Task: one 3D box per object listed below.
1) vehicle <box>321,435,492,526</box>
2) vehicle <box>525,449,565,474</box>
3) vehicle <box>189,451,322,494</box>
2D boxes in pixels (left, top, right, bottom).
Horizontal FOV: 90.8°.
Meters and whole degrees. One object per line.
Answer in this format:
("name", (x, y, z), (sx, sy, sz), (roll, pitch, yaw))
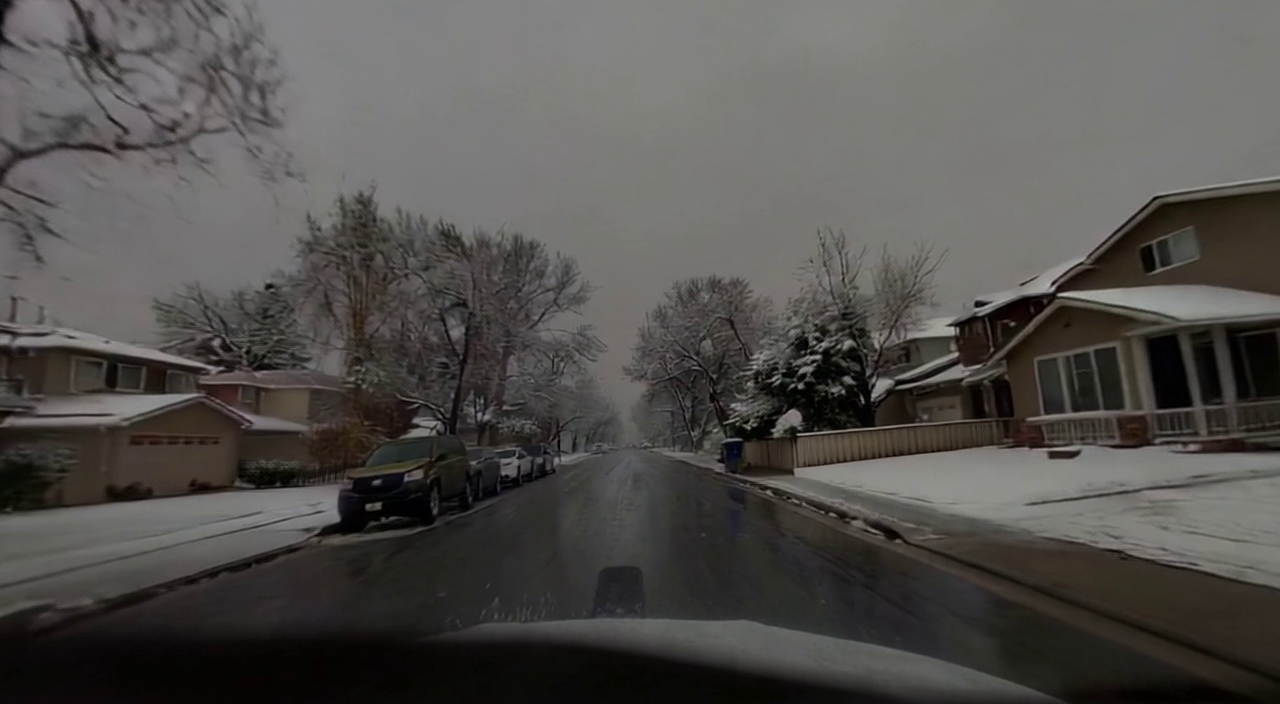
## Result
("vehicle", (-5.605, 3.135, 16.226), (2.341, 1.886, 5.684), (0, -8, -1))
("vehicle", (-5.994, 6.949, 40.277), (1.901, 1.468, 4.212), (0, -8, 0))
("vehicle", (-16.886, 5.293, 27.944), (4.546, 1.791, 1.992), (0, -8, -2))
